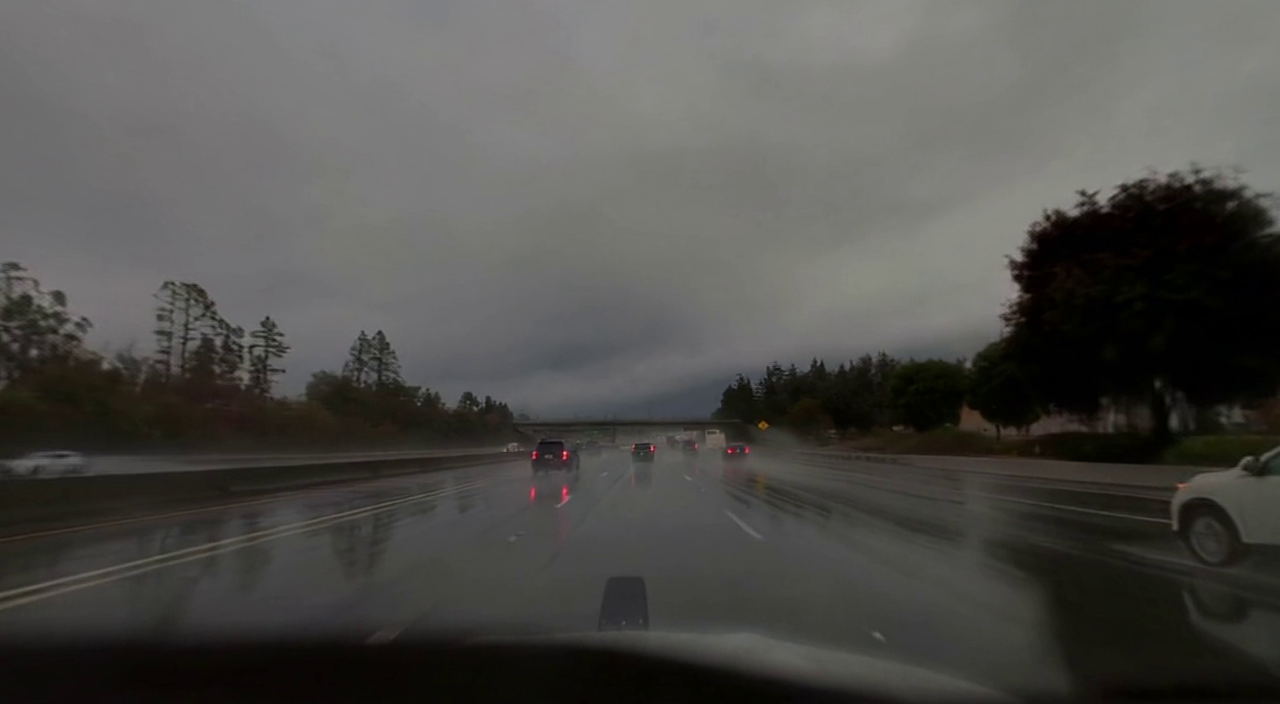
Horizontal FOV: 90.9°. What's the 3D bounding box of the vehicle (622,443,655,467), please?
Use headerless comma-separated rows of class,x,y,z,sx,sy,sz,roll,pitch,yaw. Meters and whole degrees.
vehicle,-0.086,6.689,41.089,2.050,1.452,3.917,0,-8,0

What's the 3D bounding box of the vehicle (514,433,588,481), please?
vehicle,-3.467,4.227,25.626,2.118,1.750,4.875,-1,-8,2

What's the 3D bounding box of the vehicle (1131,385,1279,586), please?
vehicle,6.709,1.039,4.653,2.123,1.756,4.959,0,-8,0

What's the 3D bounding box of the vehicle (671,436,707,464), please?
vehicle,3.721,7.566,48.940,2.348,1.991,5.460,0,-8,0

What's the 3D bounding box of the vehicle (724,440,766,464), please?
vehicle,7.444,7.155,45.239,2.196,1.659,4.451,0,-8,-1
